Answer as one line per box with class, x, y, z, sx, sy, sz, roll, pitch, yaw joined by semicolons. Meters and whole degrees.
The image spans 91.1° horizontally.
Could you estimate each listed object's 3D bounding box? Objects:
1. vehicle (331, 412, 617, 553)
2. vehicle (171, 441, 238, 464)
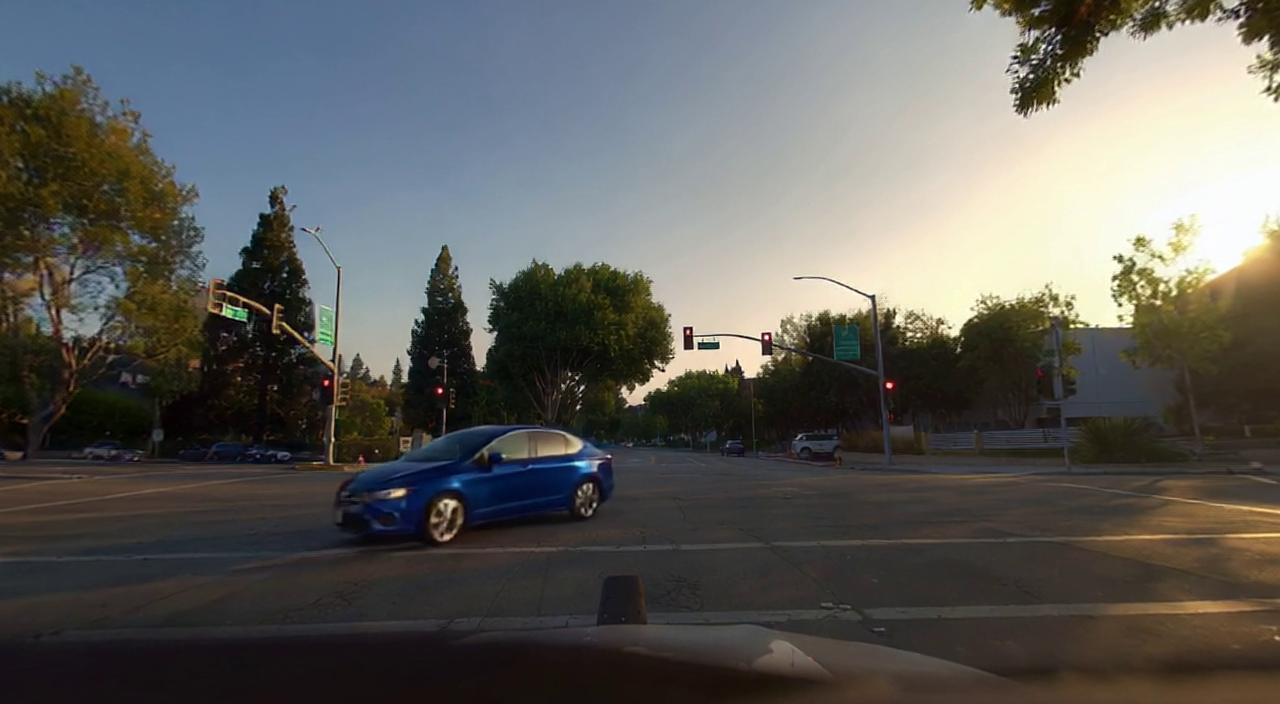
vehicle;-2.399;2.028;10.531;2.134;1.768;4.580;-4;-9;25
vehicle;-29.091;6.706;42.068;1.696;1.431;3.686;-1;-8;3
